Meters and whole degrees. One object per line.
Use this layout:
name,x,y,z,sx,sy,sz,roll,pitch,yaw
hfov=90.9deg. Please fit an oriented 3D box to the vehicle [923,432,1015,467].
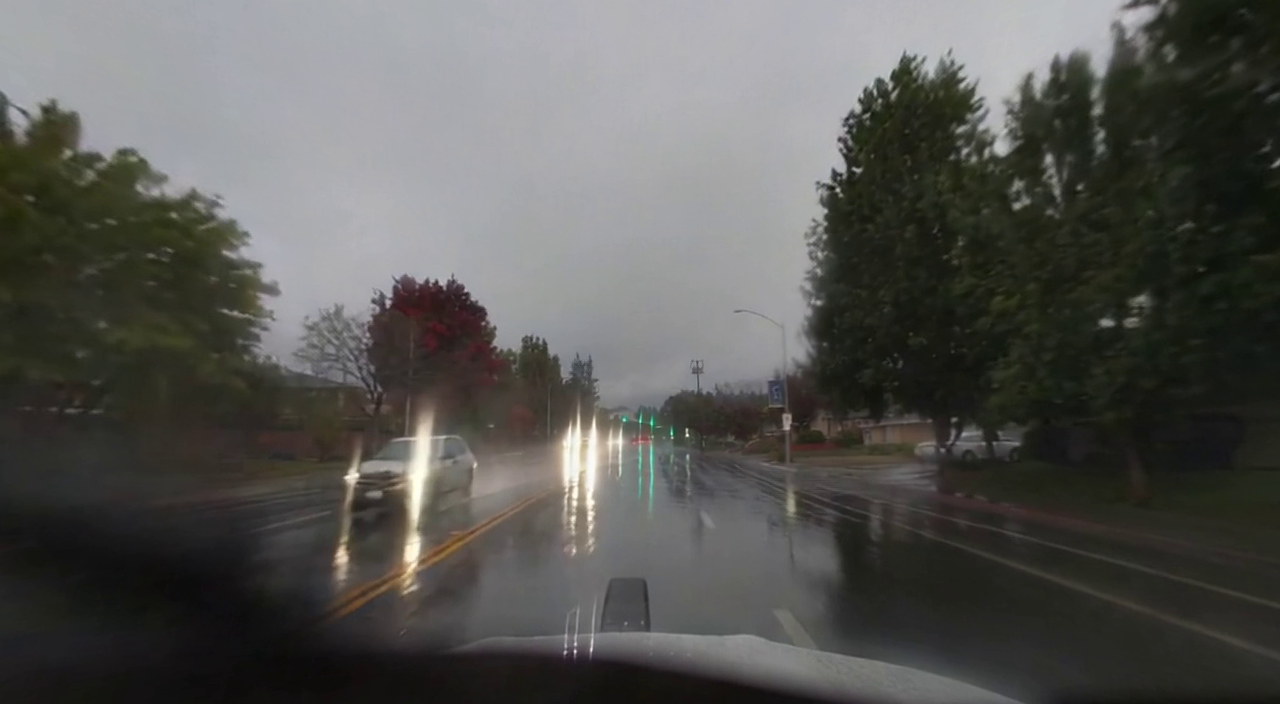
vehicle,15.966,4.755,30.901,1.901,1.547,4.411,0,-8,-4

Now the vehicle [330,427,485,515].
vehicle,-4.609,2.396,13.168,1.774,1.525,3.897,0,-8,0
